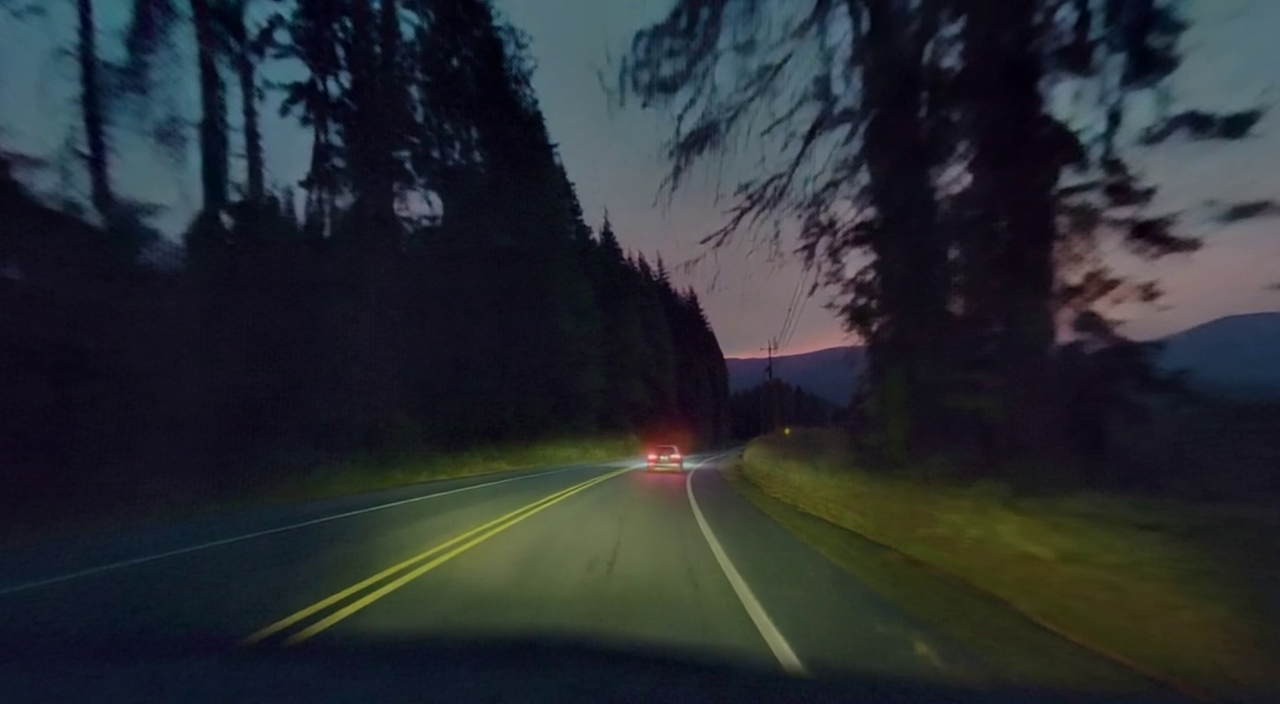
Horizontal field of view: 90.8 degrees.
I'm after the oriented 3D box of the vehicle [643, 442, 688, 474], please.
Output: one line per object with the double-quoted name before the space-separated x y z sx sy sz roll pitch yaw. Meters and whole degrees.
"vehicle" 1.374 5.470 32.881 2.059 1.524 3.963 -1 -9 6
